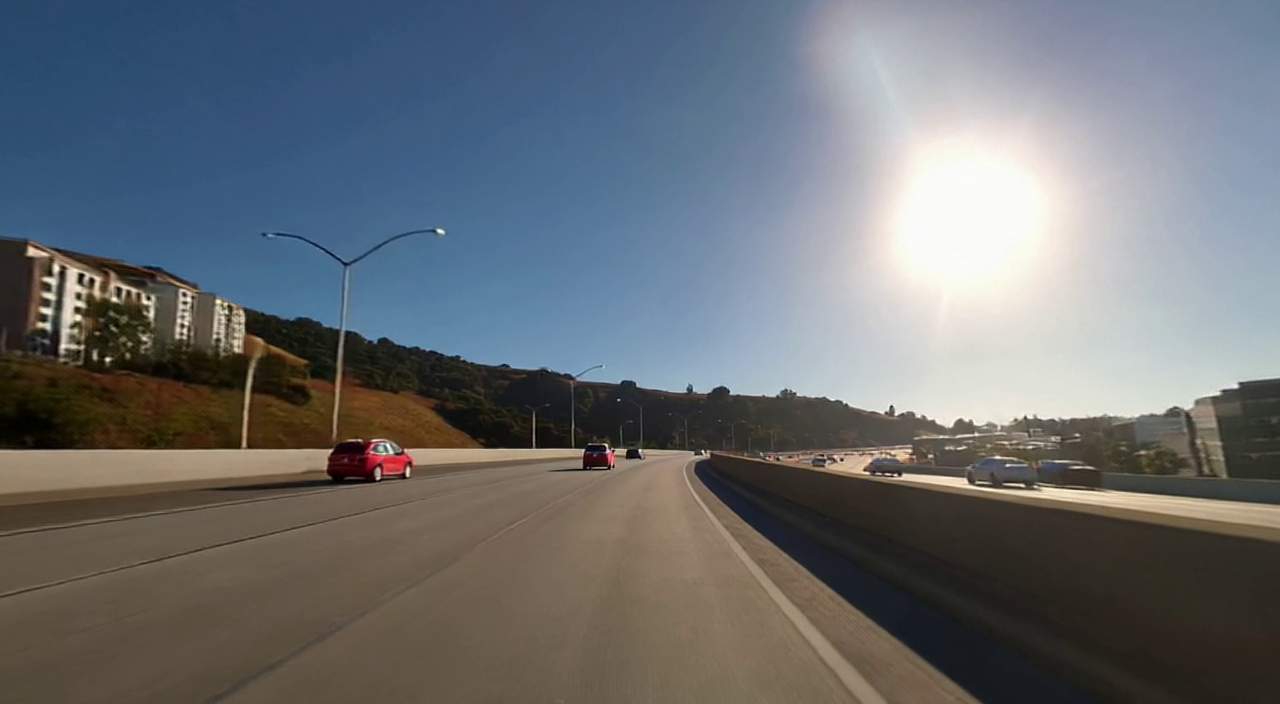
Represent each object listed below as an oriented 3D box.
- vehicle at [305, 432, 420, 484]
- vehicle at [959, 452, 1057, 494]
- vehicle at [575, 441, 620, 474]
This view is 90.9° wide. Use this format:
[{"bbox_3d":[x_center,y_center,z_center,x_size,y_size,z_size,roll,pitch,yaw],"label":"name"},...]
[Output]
[{"bbox_3d":[-10.285,3.958,23.850,2.039,1.746,4.528,-1,-8,3],"label":"vehicle"},{"bbox_3d":[15.517,5.095,26.897,1.786,1.559,4.496,-1,-8,6],"label":"vehicle"},{"bbox_3d":[-2.421,6.152,36.968,2.028,1.782,4.150,-1,-8,4],"label":"vehicle"}]
